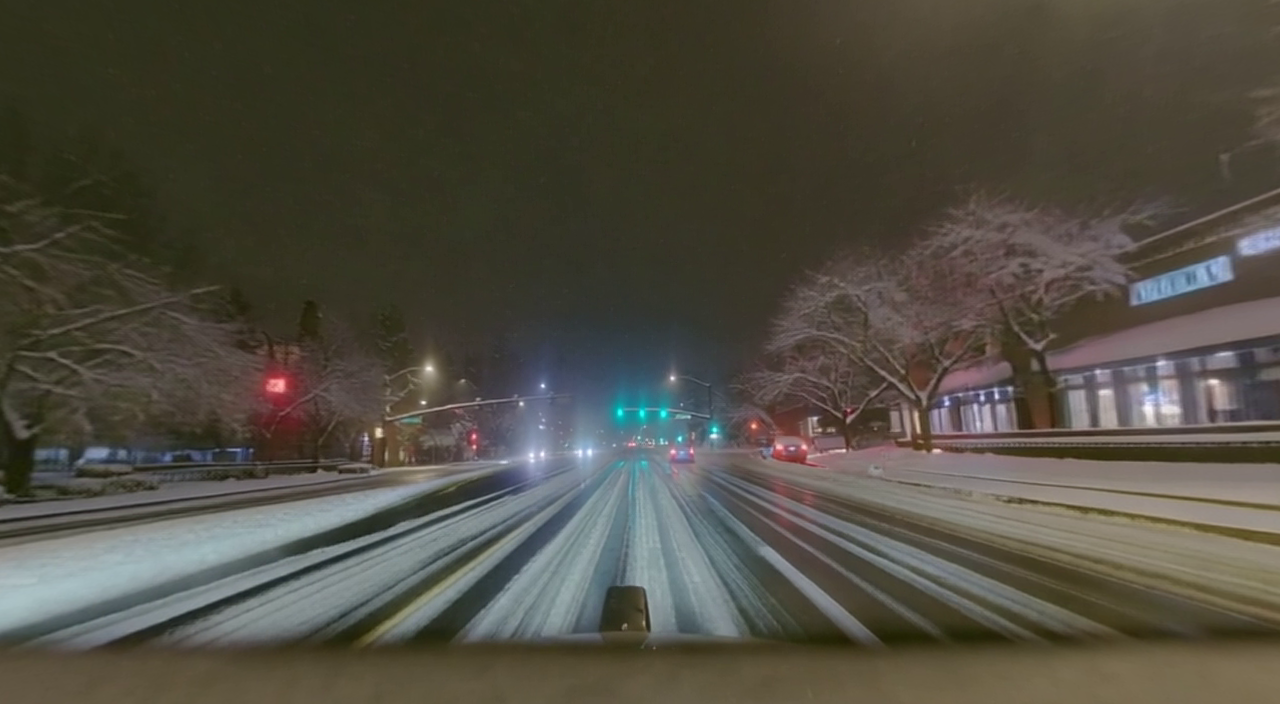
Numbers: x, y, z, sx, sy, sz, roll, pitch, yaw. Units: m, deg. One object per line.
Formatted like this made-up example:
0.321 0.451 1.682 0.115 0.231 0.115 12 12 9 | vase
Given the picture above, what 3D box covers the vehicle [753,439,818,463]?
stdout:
9.945 6.793 43.374 4.007 1.591 1.915 -1 -8 3 | vehicle
